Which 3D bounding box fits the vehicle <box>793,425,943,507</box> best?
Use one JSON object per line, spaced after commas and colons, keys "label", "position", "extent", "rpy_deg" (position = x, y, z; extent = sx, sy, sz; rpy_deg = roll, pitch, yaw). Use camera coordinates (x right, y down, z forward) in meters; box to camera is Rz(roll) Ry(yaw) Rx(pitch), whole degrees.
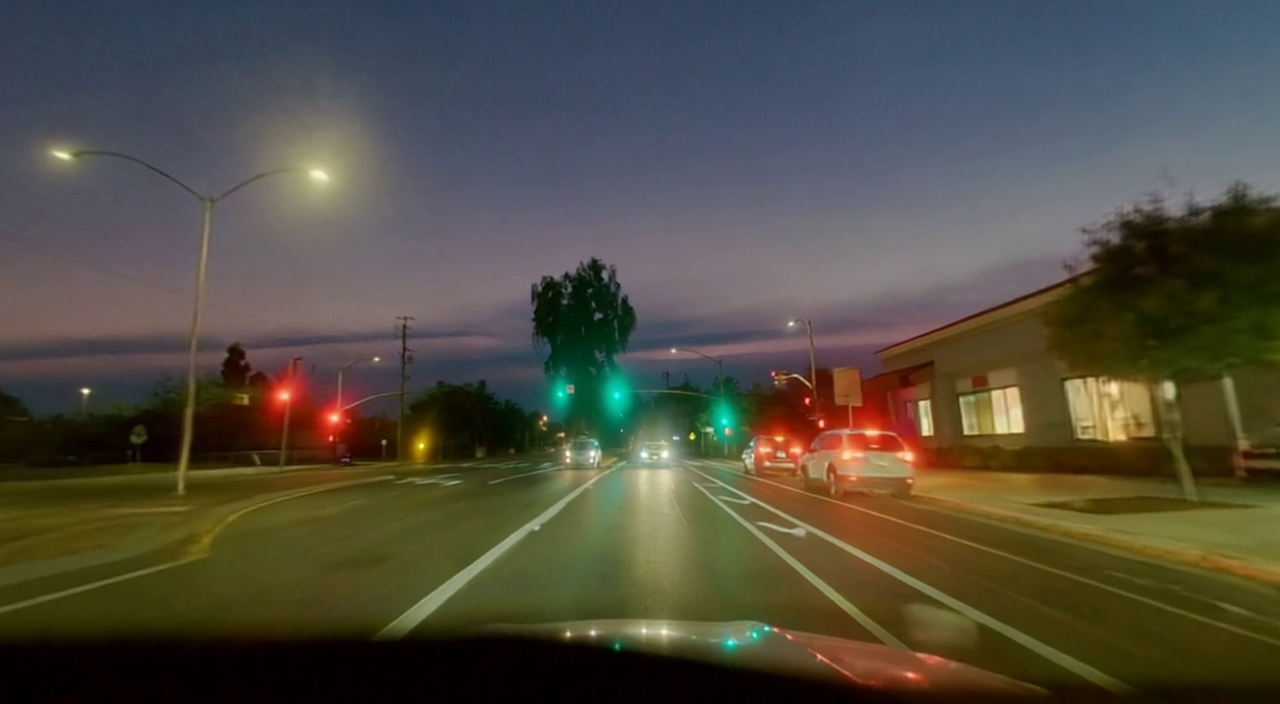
{"label": "vehicle", "position": [5.616, 2.820, 16.360], "extent": [2.069, 1.776, 4.797], "rpy_deg": [0, -7, 0]}

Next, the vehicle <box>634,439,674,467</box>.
{"label": "vehicle", "position": [0.719, 5.602, 35.061], "extent": [2.075, 1.480, 3.920], "rpy_deg": [0, -8, -1]}

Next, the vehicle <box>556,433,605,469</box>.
{"label": "vehicle", "position": [-3.067, 5.260, 33.506], "extent": [2.150, 1.779, 4.423], "rpy_deg": [0, -8, 1]}

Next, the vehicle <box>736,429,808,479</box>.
{"label": "vehicle", "position": [5.809, 4.495, 28.365], "extent": [2.112, 1.966, 4.642], "rpy_deg": [-1, -7, -1]}
